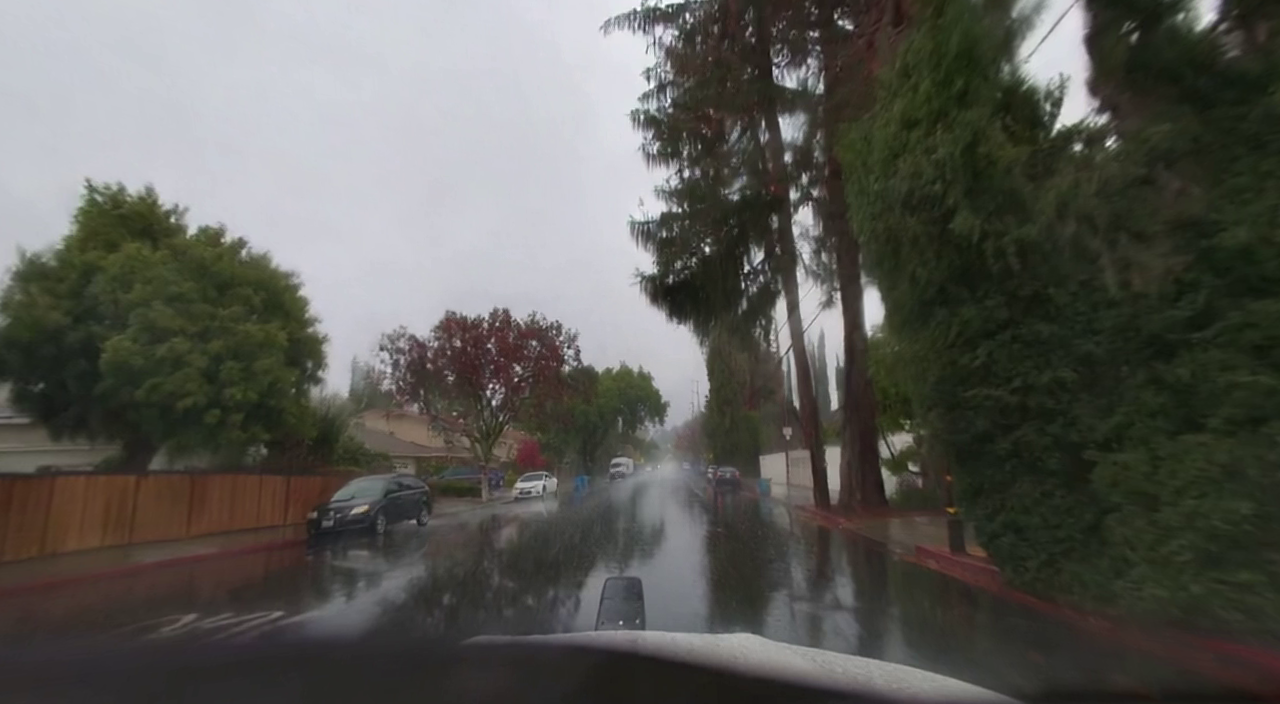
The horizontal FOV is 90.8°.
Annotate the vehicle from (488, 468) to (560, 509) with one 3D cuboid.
[{"bbox_3d":[-5.440,6.461,30.269,2.062,1.500,4.629,-4,-8,6],"label":"vehicle"}]

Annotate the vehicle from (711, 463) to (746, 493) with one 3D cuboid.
[{"bbox_3d":[5.095,7.269,36.668,1.903,1.500,4.057,-1,-9,7],"label":"vehicle"}]

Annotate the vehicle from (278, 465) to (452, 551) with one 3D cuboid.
[{"bbox_3d":[-6.591,3.750,15.820,2.061,1.466,4.660,-4,-8,4],"label":"vehicle"}]
